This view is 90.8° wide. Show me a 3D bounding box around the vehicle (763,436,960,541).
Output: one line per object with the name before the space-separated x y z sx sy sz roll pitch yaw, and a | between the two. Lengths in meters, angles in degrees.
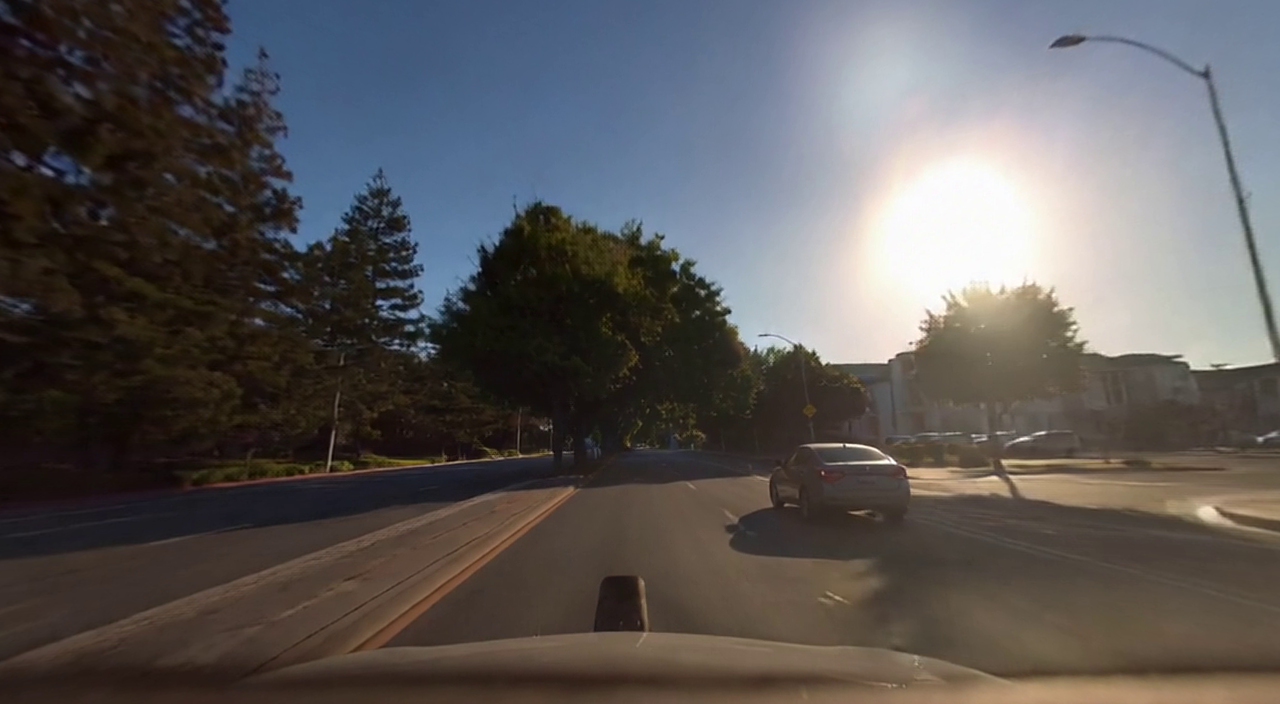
vehicle | 3.525 2.236 10.985 1.852 1.453 4.083 0 -9 -1

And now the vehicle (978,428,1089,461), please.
vehicle | 25.485 6.002 41.055 5.672 1.841 2.092 -2 -7 0

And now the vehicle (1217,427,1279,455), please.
vehicle | 41.524 5.911 41.981 4.176 1.781 2.144 0 -9 -1
